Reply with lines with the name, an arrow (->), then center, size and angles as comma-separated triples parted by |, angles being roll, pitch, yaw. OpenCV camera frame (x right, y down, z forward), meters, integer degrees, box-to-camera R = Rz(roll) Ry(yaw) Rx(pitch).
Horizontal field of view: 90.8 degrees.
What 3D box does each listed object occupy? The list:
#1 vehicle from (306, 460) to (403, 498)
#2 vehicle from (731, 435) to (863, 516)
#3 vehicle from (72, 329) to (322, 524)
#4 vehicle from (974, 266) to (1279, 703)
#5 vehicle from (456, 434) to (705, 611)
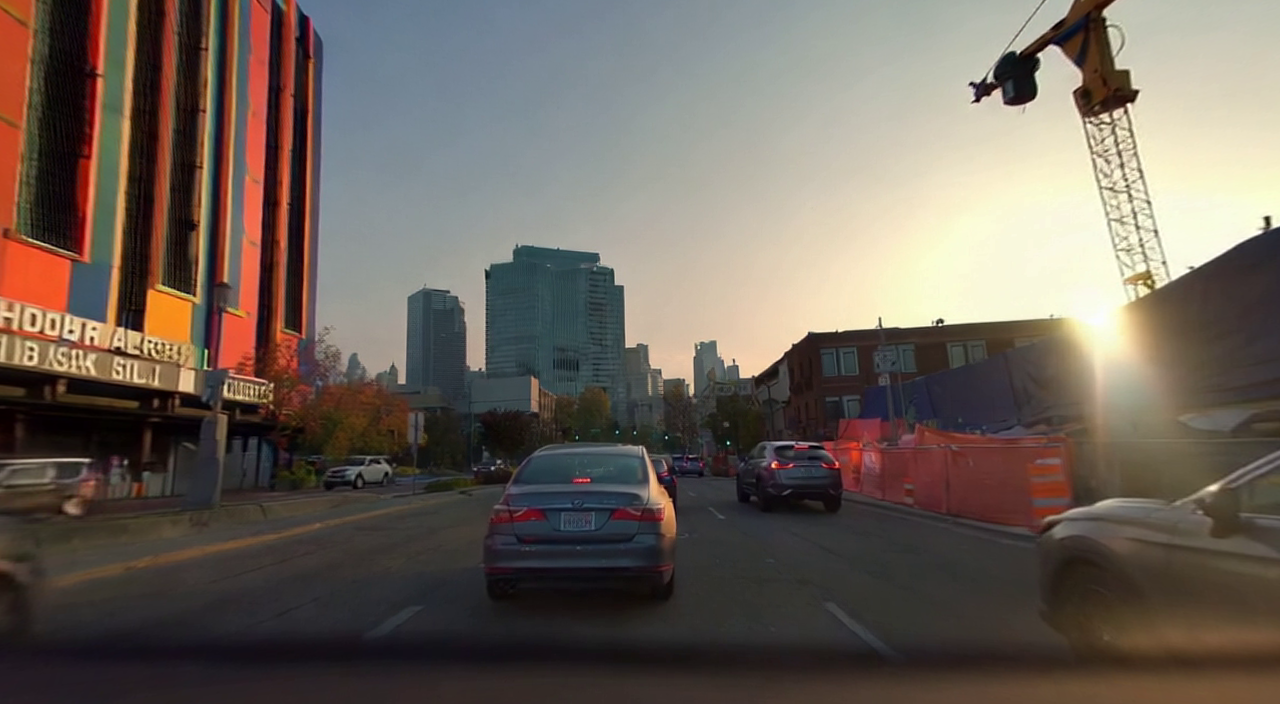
vehicle -> -12.949, 5.771, 29.014 | 1.986, 1.476, 4.753 | -1, -8, 3
vehicle -> 3.907, 3.163, 16.804 | 2.185, 1.797, 4.934 | 0, -8, -1
vehicle -> -9.102, 1.620, 13.488 | 2.592, 3.548, 3.414 | -2, -9, 4
vehicle -> 3.381, 0.587, 1.656 | 2.182, 1.954, 5.341 | 0, -8, 2
vehicle -> -0.467, 1.772, 7.555 | 2.131, 1.496, 4.193 | 0, -8, 1
